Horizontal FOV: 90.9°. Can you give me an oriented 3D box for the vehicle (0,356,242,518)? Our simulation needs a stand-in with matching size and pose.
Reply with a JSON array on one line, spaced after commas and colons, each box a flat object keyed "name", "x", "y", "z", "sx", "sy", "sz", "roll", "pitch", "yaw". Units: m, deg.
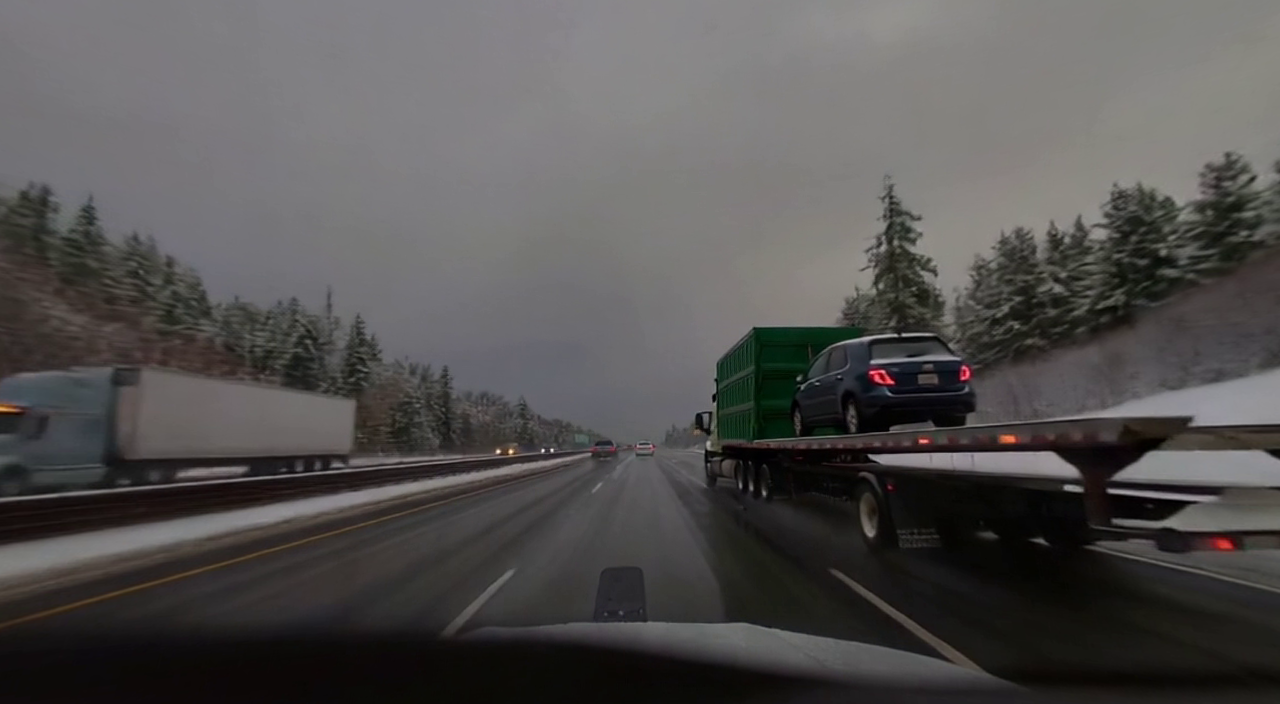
[{"name": "vehicle", "x": -14.147, "y": 2.269, "z": 16.477, "sx": 2.877, "sy": 3.333, "sz": 6.800, "roll": 0, "pitch": -9, "yaw": 0}]

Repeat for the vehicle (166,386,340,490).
[{"name": "vehicle", "x": -14.127, "y": 3.266, "z": 23.670, "sx": 2.638, "sy": 3.391, "sz": 5.802, "roll": 0, "pitch": -9, "yaw": 1}]

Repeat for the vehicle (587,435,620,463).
[{"name": "vehicle", "x": -2.807, "y": 7.630, "z": 49.525, "sx": 2.142, "sy": 2.044, "sz": 4.446, "roll": -1, "pitch": -9, "yaw": 2}]

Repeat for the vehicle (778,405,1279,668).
[{"name": "vehicle", "x": 4.302, "y": 1.853, "z": 8.632, "sx": 2.654, "sy": 1.574, "sz": 9.537, "roll": 0, "pitch": -9, "yaw": 0}]

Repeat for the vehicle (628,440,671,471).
[{"name": "vehicle", "x": 0.459, "y": 5.302, "z": 32.366, "sx": 2.086, "sy": 1.497, "sz": 3.681, "roll": 0, "pitch": -9, "yaw": 0}]

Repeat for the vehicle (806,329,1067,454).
[{"name": "vehicle", "x": 4.217, "y": 0.803, "z": 9.923, "sx": 1.968, "sy": 1.547, "sz": 4.215, "roll": 0, "pitch": -9, "yaw": -1}]
